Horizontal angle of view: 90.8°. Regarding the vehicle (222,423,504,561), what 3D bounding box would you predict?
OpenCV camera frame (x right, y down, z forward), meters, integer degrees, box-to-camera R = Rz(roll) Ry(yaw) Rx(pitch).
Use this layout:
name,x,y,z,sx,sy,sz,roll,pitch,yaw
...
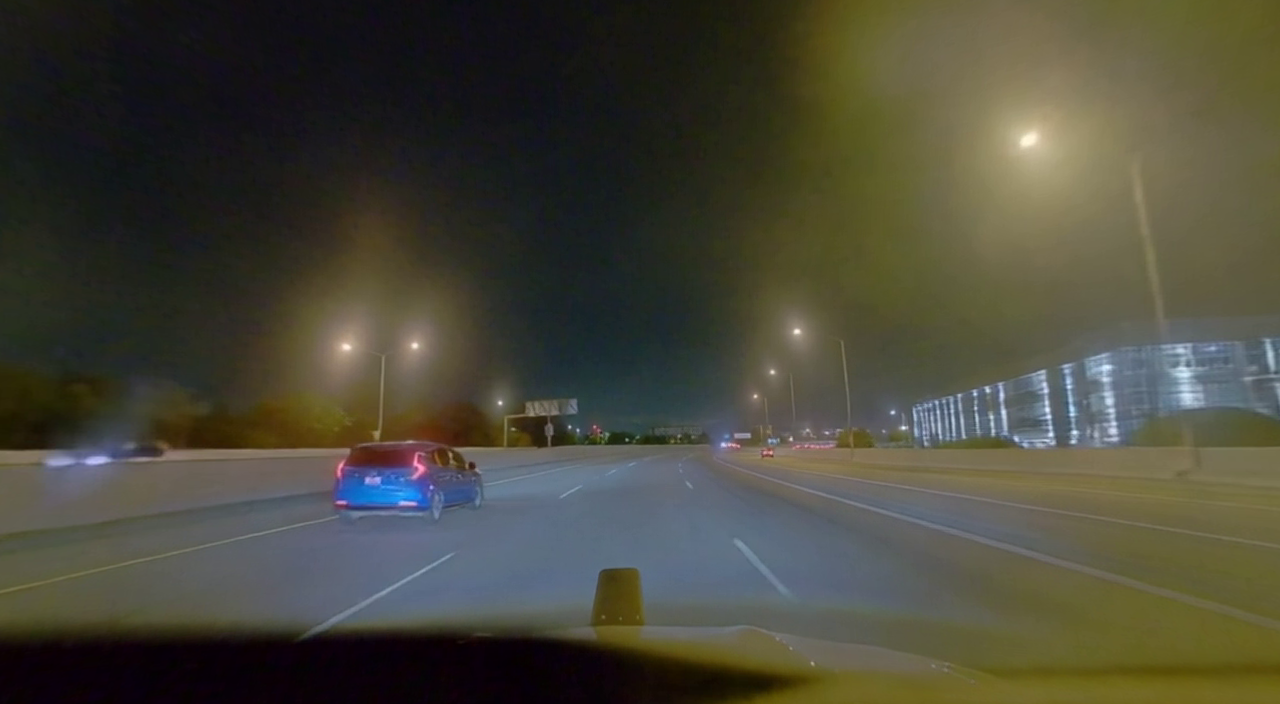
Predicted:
name,x,y,z,sx,sy,sz,roll,pitch,yaw
vehicle,-3.727,1.978,9.722,2.087,1.566,4.756,0,-8,1

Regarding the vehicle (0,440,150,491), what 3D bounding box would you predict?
name,x,y,z,sx,sy,sz,roll,pitch,yaw
vehicle,-19.582,3.795,21.482,1.929,1.514,4.713,-1,-8,2
